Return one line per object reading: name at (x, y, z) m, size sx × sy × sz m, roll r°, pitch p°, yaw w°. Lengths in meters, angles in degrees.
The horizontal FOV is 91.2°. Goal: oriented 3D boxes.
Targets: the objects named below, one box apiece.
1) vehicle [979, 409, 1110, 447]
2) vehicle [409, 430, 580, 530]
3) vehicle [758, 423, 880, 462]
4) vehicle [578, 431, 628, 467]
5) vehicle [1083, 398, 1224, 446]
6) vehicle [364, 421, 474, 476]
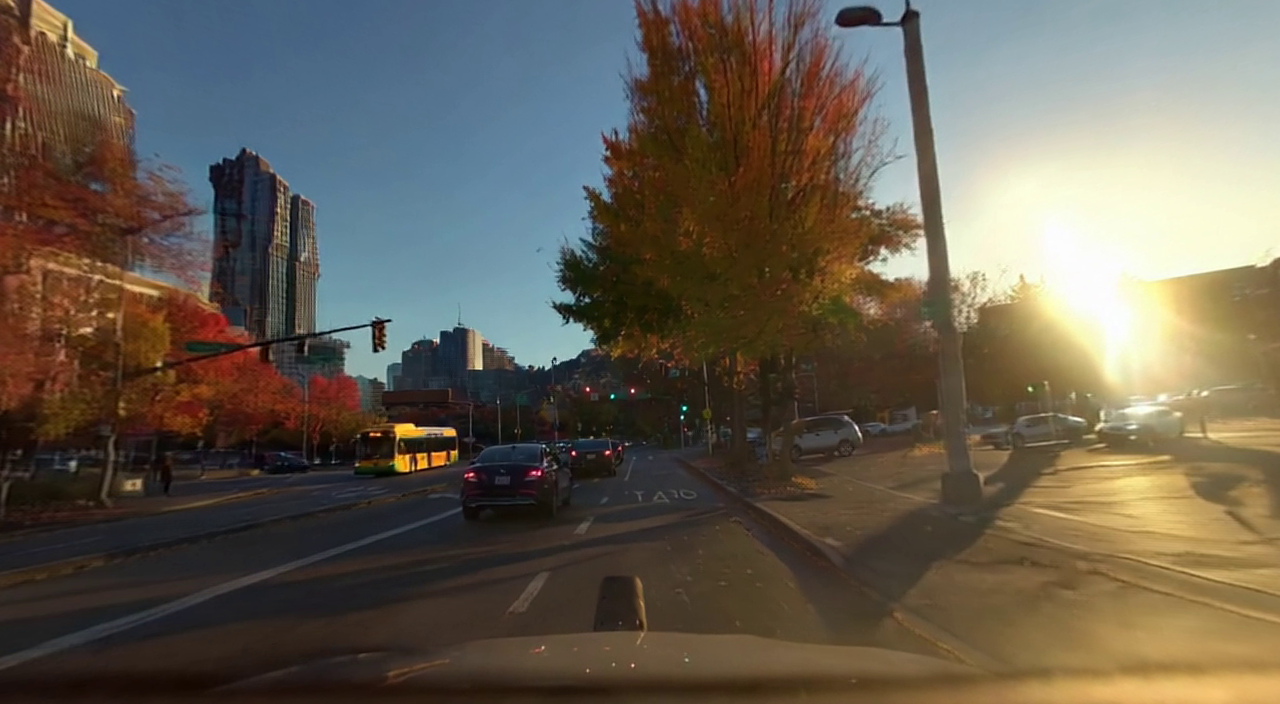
vehicle at (16.999, 3.263, 26.532) m, size 4.064 × 1.507 × 2.078 m, roll 0°, pitch -9°, yaw 1°
vehicle at (-2.416, 2.259, 11.624) m, size 2.092 × 1.507 × 4.078 m, roll -1°, pitch -9°, yaw 2°
vehicle at (8.078, 4.114, 28.680) m, size 4.894 × 1.451 × 2.089 m, roll -3°, pitch -7°, yaw 2°
vehicle at (-1.851, 5.087, 32.888) m, size 2.365 × 1.751 × 3.904 m, roll 0°, pitch -9°, yaw 0°
vehicle at (21.488, 2.960, 26.349) m, size 4.172 × 1.687 × 1.773 m, roll -4°, pitch -8°, yaw 1°
vehicle at (-14.539, 6.530, 42.637) m, size 3.189 × 3.205 × 11.526 m, roll 0°, pitch -9°, yaw 0°
